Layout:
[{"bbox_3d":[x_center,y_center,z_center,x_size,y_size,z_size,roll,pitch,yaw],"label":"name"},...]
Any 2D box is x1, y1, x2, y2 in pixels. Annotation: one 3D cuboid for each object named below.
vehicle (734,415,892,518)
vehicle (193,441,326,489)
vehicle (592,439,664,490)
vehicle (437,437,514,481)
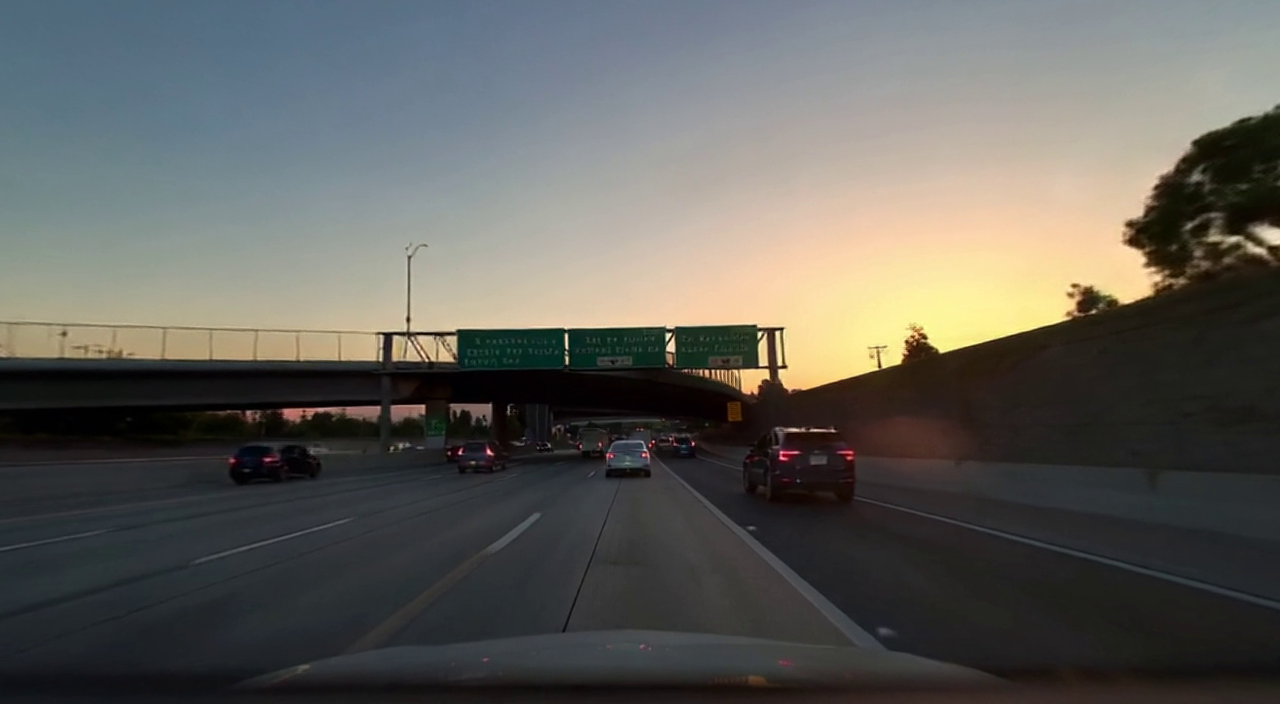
[{"bbox_3d":[3.351,2.315,13.204,2.001,1.771,4.250,0,-8,-1],"label":"vehicle"},{"bbox_3d":[-14.448,4.288,24.393,2.055,1.628,4.898,0,-8,1],"label":"vehicle"},{"bbox_3d":[-0.343,3.542,20.216,2.042,1.446,4.269,0,-8,0],"label":"vehicle"},{"bbox_3d":[-6.794,4.464,26.544,2.060,1.669,4.242,0,-8,0],"label":"vehicle"}]
